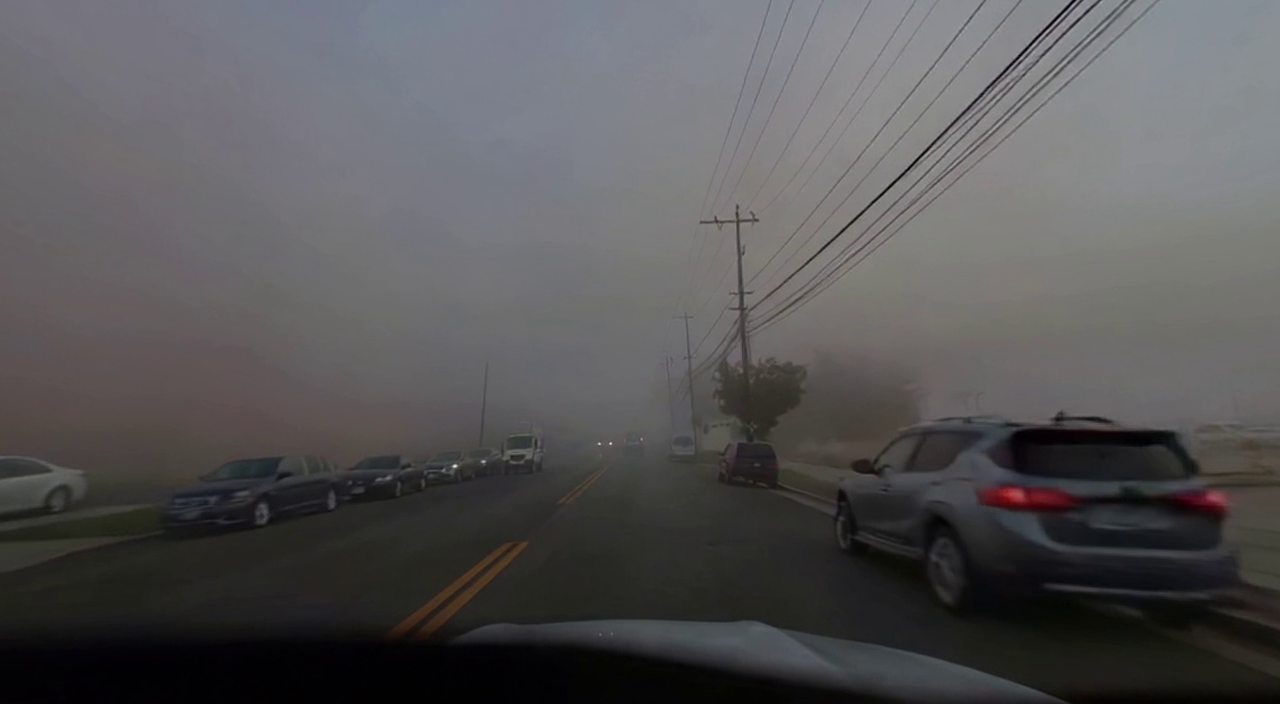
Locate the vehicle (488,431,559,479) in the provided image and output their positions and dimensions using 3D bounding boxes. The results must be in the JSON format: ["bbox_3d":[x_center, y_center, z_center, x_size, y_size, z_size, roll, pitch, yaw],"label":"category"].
[{"bbox_3d":[-5.209,4.655,28.737,2.152,1.918,4.217,-3,-8,4],"label":"vehicle"}]

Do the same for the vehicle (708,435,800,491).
[{"bbox_3d":[3.557,3.559,20.707,2.136,1.586,4.919,0,-8,1],"label":"vehicle"}]

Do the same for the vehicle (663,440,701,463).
[{"bbox_3d":[3.038,7.023,44.732,2.261,1.503,4.695,-2,-8,8],"label":"vehicle"}]

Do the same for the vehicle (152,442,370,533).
[{"bbox_3d":[-8.447,2.998,14.847,2.113,1.665,5.062,0,-8,-2],"label":"vehicle"}]

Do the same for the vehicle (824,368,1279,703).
[{"bbox_3d":[3.471,1.398,6.008,2.025,1.843,4.883,0,-9,1],"label":"vehicle"}]

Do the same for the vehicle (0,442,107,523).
[{"bbox_3d":[-14.837,2.845,13.788,1.969,1.741,5.148,0,-9,-1],"label":"vehicle"}]

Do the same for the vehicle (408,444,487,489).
[{"bbox_3d":[-8.323,4.942,27.850,1.791,1.622,5.056,-2,-7,2],"label":"vehicle"}]
